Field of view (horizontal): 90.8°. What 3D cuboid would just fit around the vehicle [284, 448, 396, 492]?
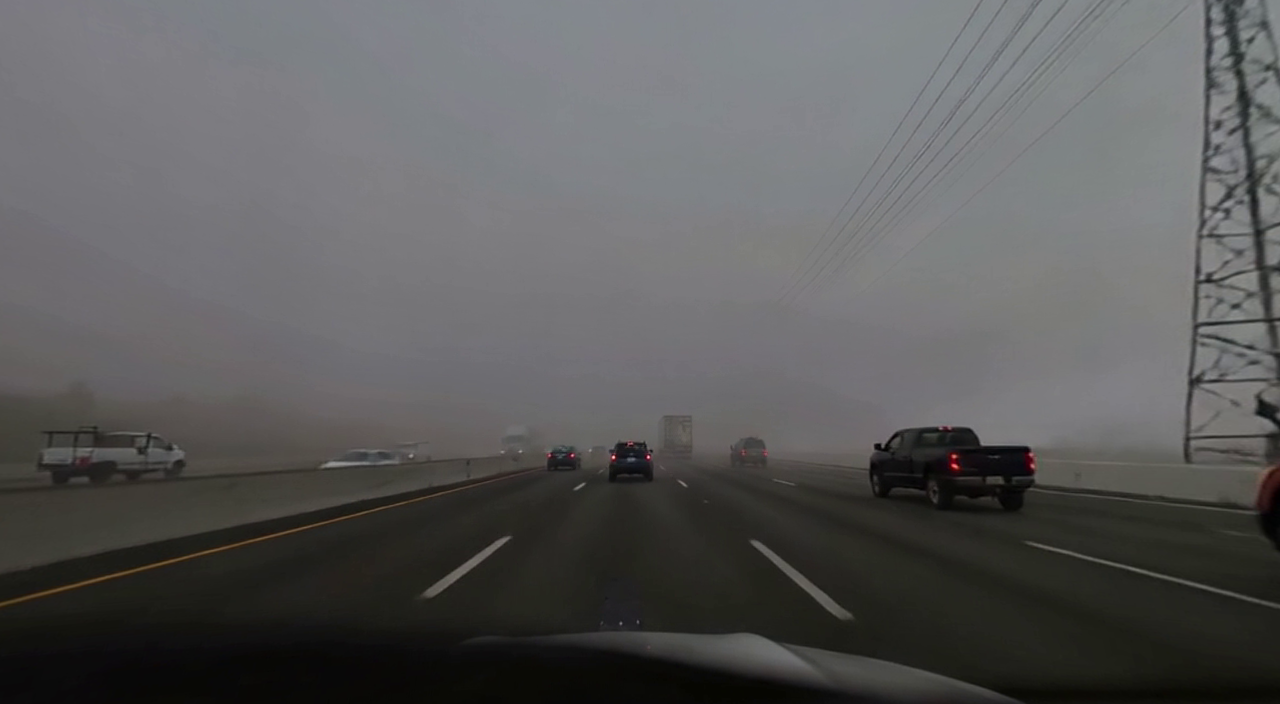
[{"bbox_3d":[-10.981,4.315,23.571,1.877,1.457,4.546,0,-9,1],"label":"vehicle"}]

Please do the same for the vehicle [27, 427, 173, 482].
[{"bbox_3d":[-31.825,5.999,37.701,2.736,2.994,6.731,0,-7,-1],"label":"vehicle"}]

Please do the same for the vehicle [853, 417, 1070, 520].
[{"bbox_3d":[6.807,2.541,14.283,2.086,1.862,5.232,0,-9,-1],"label":"vehicle"}]

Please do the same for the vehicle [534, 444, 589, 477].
[{"bbox_3d":[-3.753,5.297,31.049,2.025,1.498,4.675,0,-9,1],"label":"vehicle"}]

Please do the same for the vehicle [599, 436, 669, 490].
[{"bbox_3d":[-0.206,3.772,21.753,2.191,1.685,4.015,0,-9,0],"label":"vehicle"}]

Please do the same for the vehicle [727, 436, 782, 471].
[{"bbox_3d":[6.992,6.270,39.125,2.302,1.973,5.502,0,-9,-1],"label":"vehicle"}]
